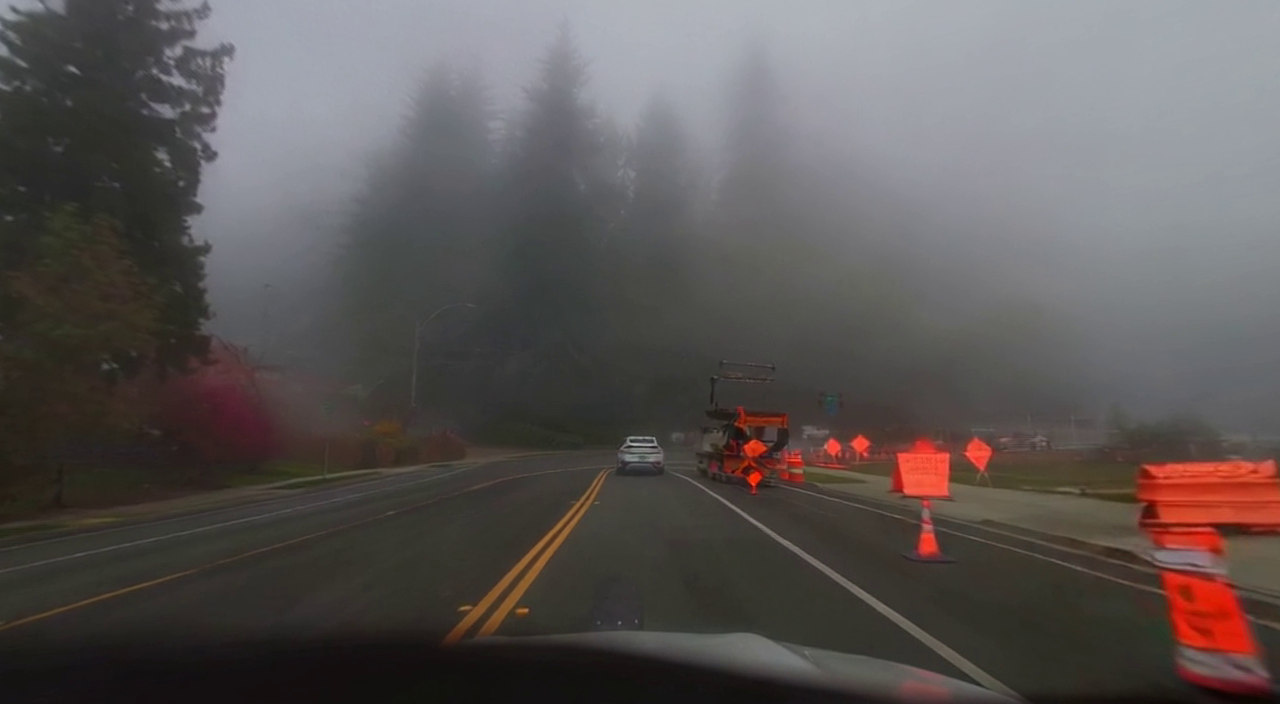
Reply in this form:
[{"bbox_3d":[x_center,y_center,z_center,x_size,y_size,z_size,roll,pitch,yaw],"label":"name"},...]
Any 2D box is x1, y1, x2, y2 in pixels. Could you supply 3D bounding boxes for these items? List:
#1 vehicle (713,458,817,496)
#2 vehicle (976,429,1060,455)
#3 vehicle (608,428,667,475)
[{"bbox_3d":[3.288,3.367,17.188,2.123,0.883,3.024,0,-8,-2],"label":"vehicle"},{"bbox_3d":[24.201,5.787,40.409,4.151,1.429,1.743,-2,-8,2],"label":"vehicle"},{"bbox_3d":[-0.147,3.912,24.916,2.151,1.708,4.084,0,-8,-2],"label":"vehicle"}]
